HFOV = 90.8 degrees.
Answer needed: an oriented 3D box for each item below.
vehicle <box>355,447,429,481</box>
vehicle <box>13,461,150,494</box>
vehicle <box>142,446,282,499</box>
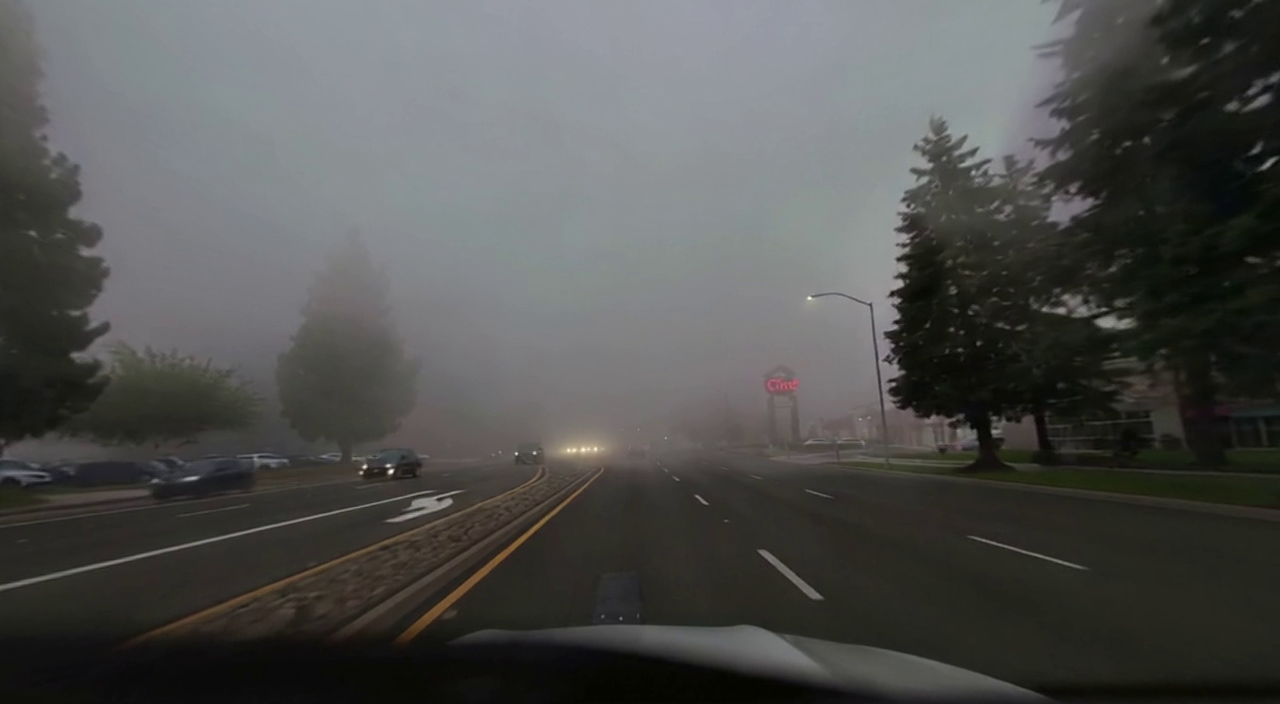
[{"bbox_3d":[-11.931,5.405,30.734,1.866,1.518,4.240,0,-9,0],"label":"vehicle"},{"bbox_3d":[-28.242,6.325,32.181,4.766,1.489,2.092,5,-10,-27],"label":"vehicle"},{"bbox_3d":[-15.525,4.359,23.291,2.060,1.748,4.384,0,-9,0],"label":"vehicle"}]
